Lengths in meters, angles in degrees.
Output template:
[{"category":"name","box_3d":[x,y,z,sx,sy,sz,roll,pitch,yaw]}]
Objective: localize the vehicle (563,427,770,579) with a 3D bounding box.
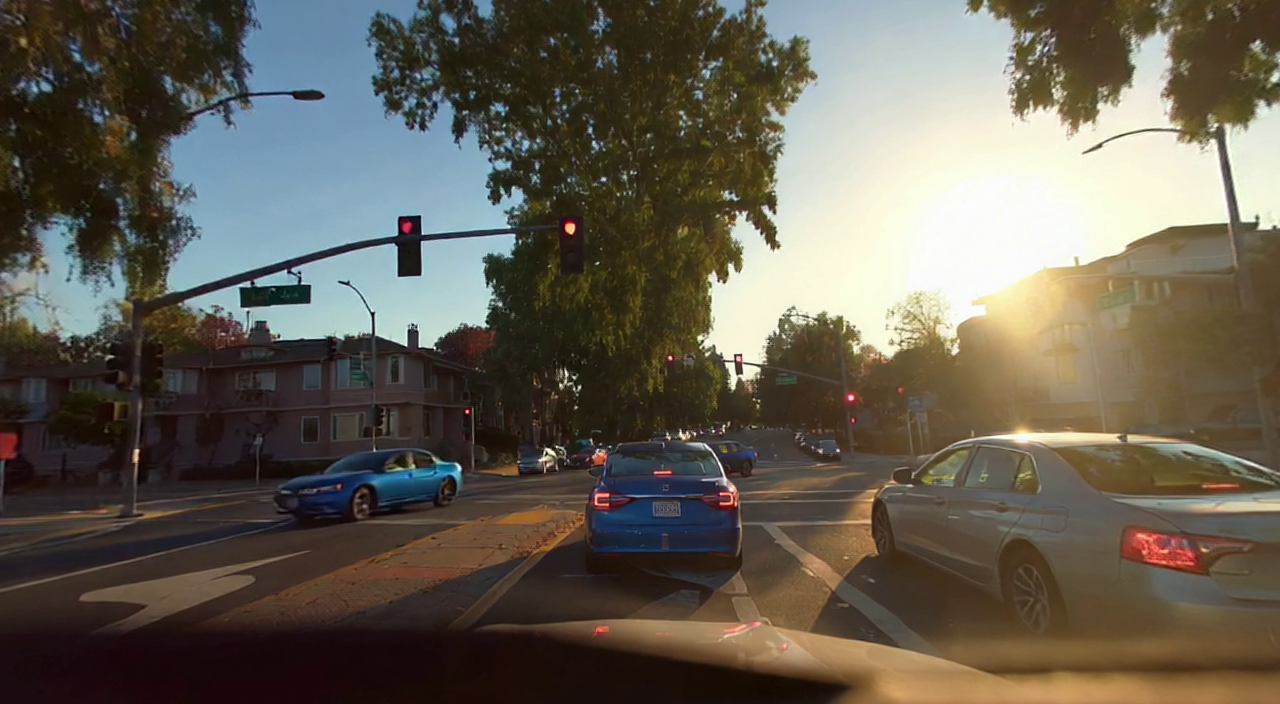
[{"category":"vehicle","box_3d":[0.304,1.819,8.339,2.090,1.505,3.756,-1,-9,1]}]

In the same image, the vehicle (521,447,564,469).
[{"category":"vehicle","box_3d":[-6.916,7.582,45.308,2.093,1.476,4.278,-1,-9,4]}]

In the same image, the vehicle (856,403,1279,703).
[{"category":"vehicle","box_3d":[3.658,1.340,5.439,1.888,1.486,4.681,0,-9,0]}]

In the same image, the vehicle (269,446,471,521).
[{"category":"vehicle","box_3d":[-6.211,3.013,15.131,1.854,1.490,4.229,-4,-9,25]}]
